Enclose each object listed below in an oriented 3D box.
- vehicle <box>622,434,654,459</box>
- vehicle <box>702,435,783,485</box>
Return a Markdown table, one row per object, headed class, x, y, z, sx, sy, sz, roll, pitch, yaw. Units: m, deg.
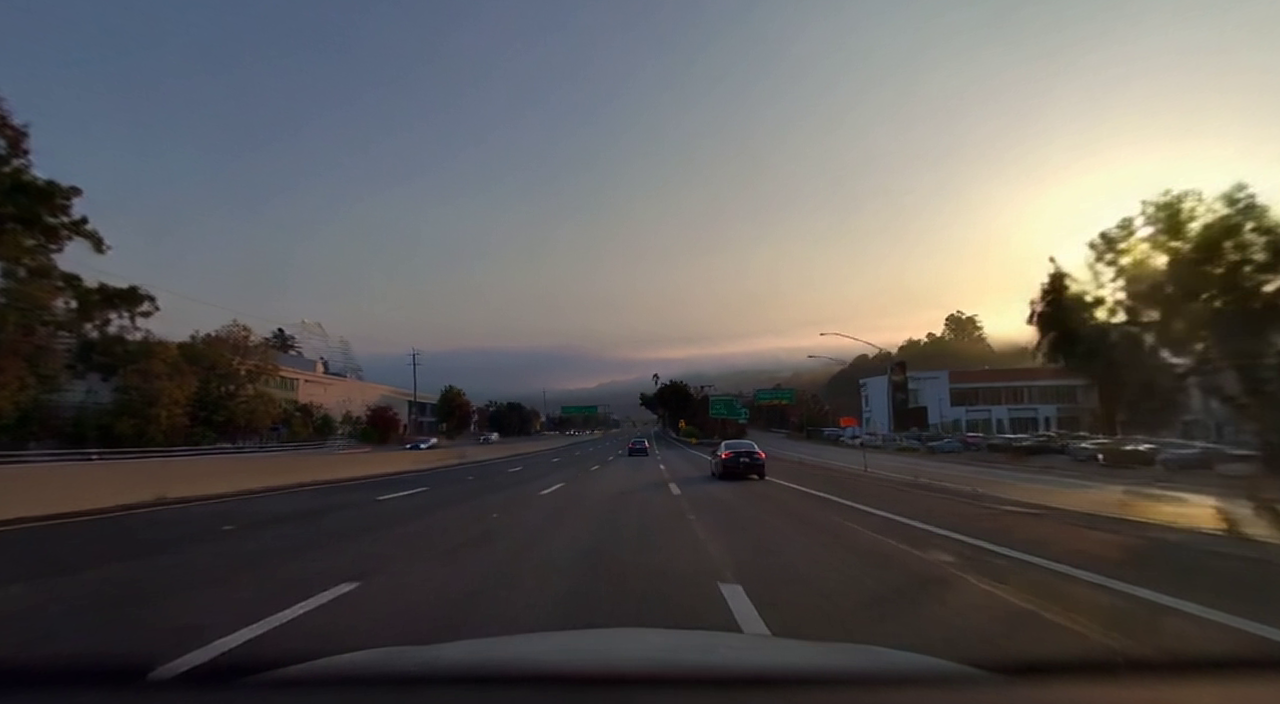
| class | x | y | z | sx | sy | sz | roll | pitch | yaw |
| --- | --- | --- | --- | --- | --- | --- | --- | --- | --- |
| vehicle | -0.113 | 6.657 | 44.498 | 2.127 | 1.692 | 4.382 | 0 | -8 | 1 |
| vehicle | 3.413 | 3.701 | 21.963 | 2.029 | 1.528 | 4.644 | 0 | -8 | 0 |
